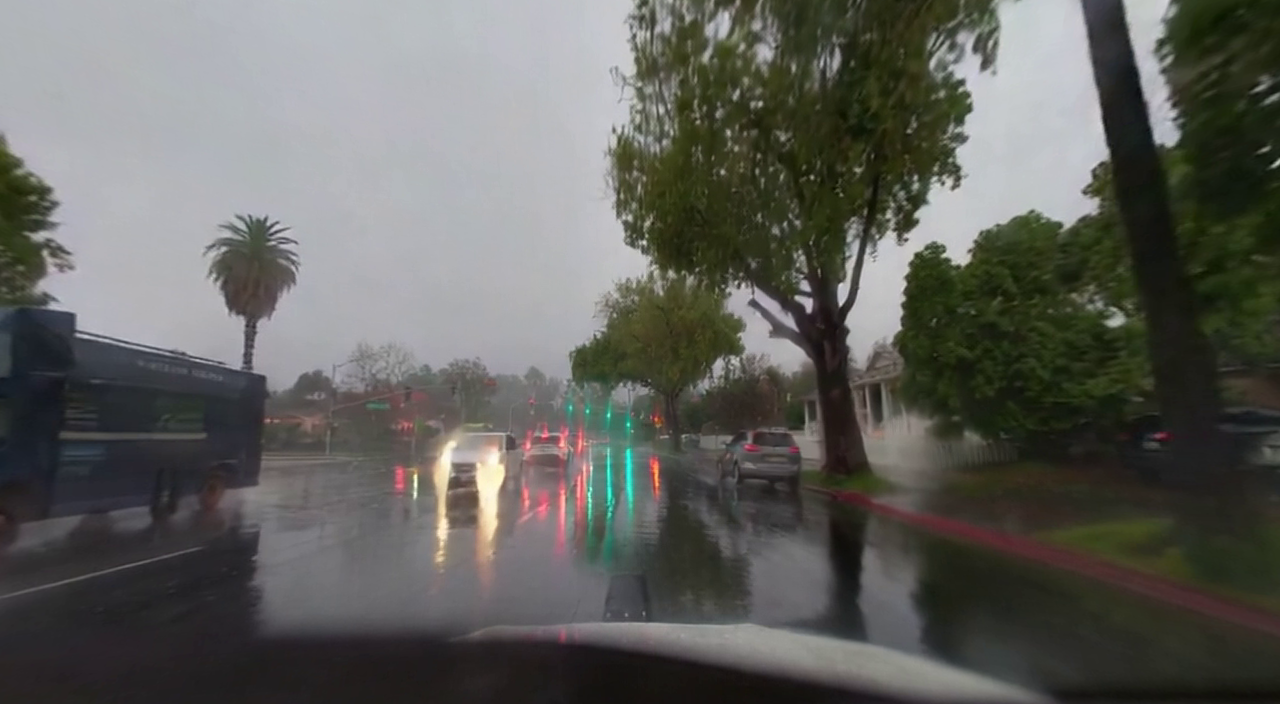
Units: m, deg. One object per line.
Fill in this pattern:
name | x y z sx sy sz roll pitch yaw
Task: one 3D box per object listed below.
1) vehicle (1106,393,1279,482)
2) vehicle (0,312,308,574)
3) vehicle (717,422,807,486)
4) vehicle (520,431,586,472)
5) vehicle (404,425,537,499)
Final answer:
vehicle | 15.009 2.179 16.219 4.864 2.000 2.353 2 -8 -20
vehicle | -6.963 1.141 7.936 2.155 2.399 6.101 -1 -8 1
vehicle | 3.621 3.107 19.525 1.801 1.746 4.325 0 -8 -2
vehicle | -3.686 4.331 27.667 2.181 1.636 4.504 -1 -8 1
vehicle | -4.003 2.671 15.737 2.051 1.572 4.207 -1 -8 2
